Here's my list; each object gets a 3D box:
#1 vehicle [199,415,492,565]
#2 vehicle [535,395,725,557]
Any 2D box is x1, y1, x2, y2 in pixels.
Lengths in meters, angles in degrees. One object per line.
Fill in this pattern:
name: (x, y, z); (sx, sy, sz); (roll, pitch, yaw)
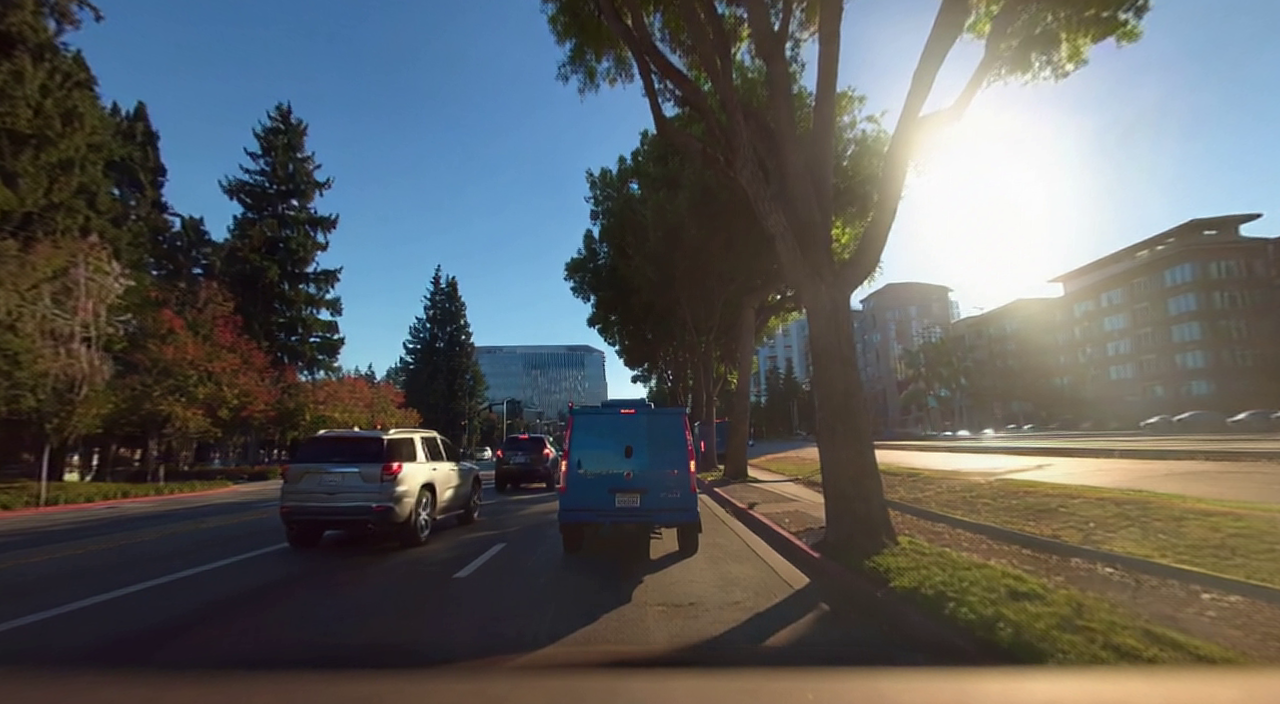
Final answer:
vehicle: (-3.760, 1.845, 9.250); (1.959, 1.614, 4.676); (0, -8, 1)
vehicle: (-0.088, 1.652, 8.985); (2.075, 1.770, 4.018); (0, -8, 1)
